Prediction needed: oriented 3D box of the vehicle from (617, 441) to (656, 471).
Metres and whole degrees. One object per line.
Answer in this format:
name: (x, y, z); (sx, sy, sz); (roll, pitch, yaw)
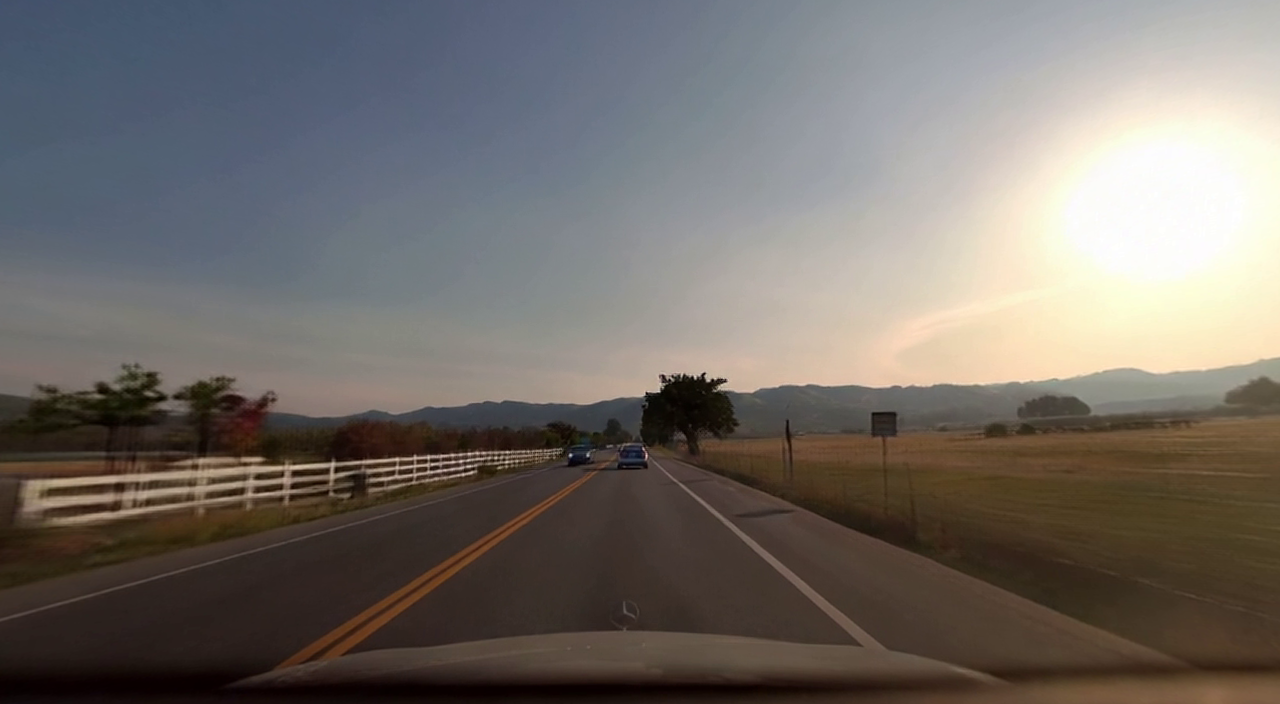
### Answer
vehicle: (-0.207, 6.124, 37.289); (2.158, 1.669, 4.006); (0, -9, -1)

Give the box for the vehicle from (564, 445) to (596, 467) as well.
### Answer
vehicle: (-4.481, 7.825, 47.614); (1.989, 1.600, 3.979); (0, -9, 1)
